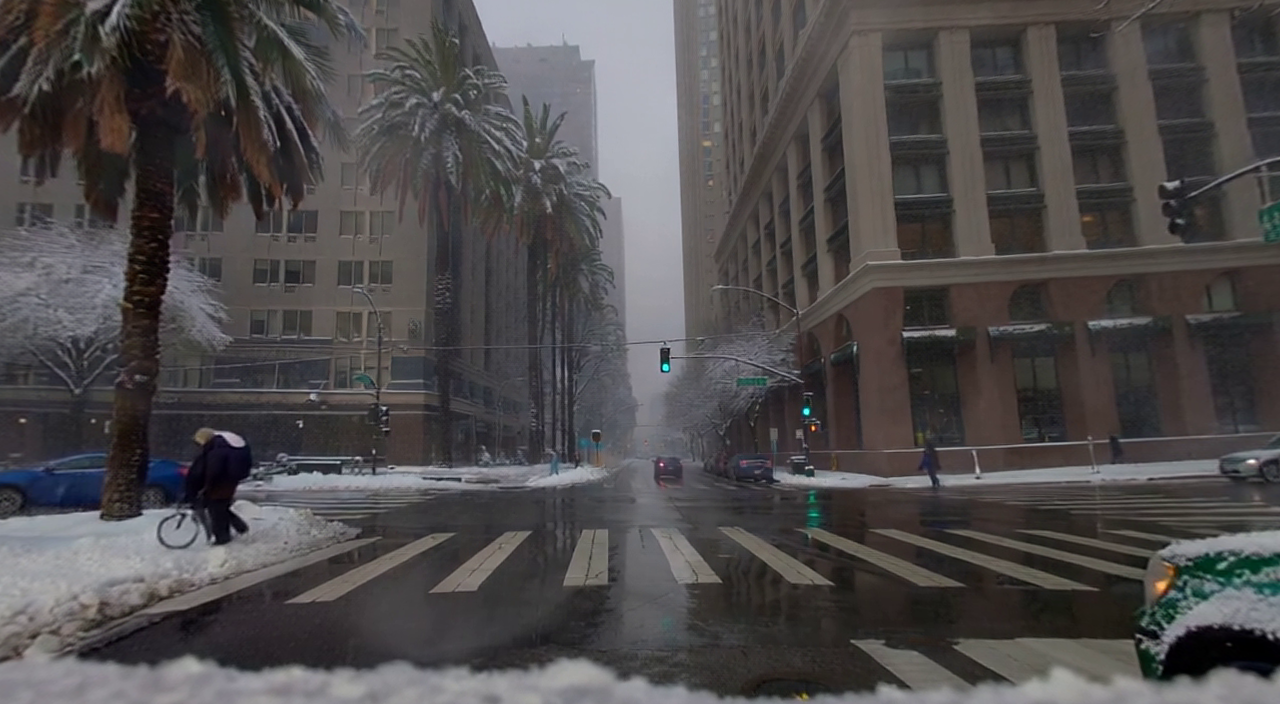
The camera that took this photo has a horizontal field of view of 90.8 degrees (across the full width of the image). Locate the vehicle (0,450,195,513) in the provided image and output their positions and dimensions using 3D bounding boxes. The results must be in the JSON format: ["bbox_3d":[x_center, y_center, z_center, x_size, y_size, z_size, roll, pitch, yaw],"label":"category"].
[{"bbox_3d":[-15.744,3.658,18.231,4.499,1.594,1.898,5,-10,-31],"label":"vehicle"}]

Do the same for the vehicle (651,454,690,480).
[{"bbox_3d":[1.956,7.515,41.590,2.000,1.525,4.273,0,-8,-5],"label":"vehicle"}]

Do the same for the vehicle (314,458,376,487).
[{"bbox_3d":[-20.113,8.227,43.351,2.043,1.745,4.420,0,-9,1],"label":"vehicle"}]

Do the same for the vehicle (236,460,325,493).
[{"bbox_3d":[-19.934,6.907,35.326,2.069,1.540,4.774,0,-8,1],"label":"vehicle"}]
